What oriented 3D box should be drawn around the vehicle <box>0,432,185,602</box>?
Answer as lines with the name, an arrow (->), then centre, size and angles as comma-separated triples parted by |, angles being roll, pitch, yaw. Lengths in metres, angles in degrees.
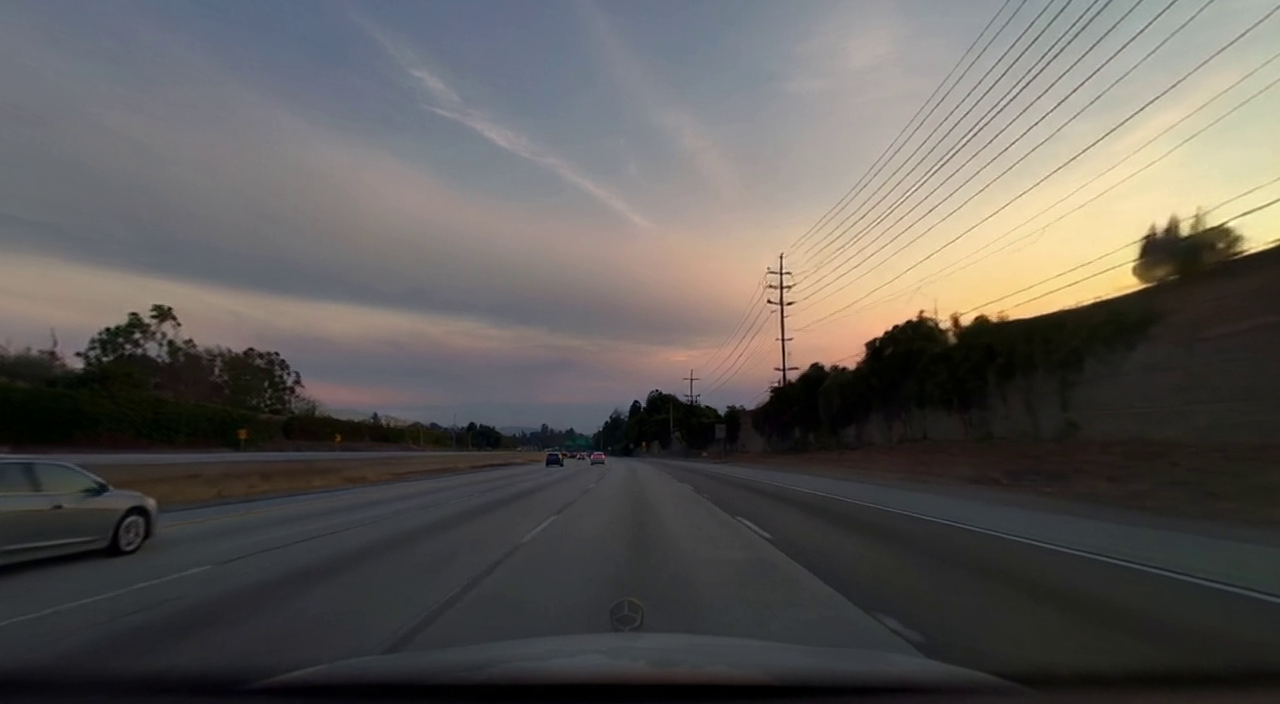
vehicle -> -6.832, 1.521, 5.860 | 1.999, 1.527, 4.238 | 0, -9, 0

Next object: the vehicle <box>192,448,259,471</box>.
vehicle -> -28.805, 7.456, 43.893 | 1.785, 1.529, 4.337 | 0, -9, -2
